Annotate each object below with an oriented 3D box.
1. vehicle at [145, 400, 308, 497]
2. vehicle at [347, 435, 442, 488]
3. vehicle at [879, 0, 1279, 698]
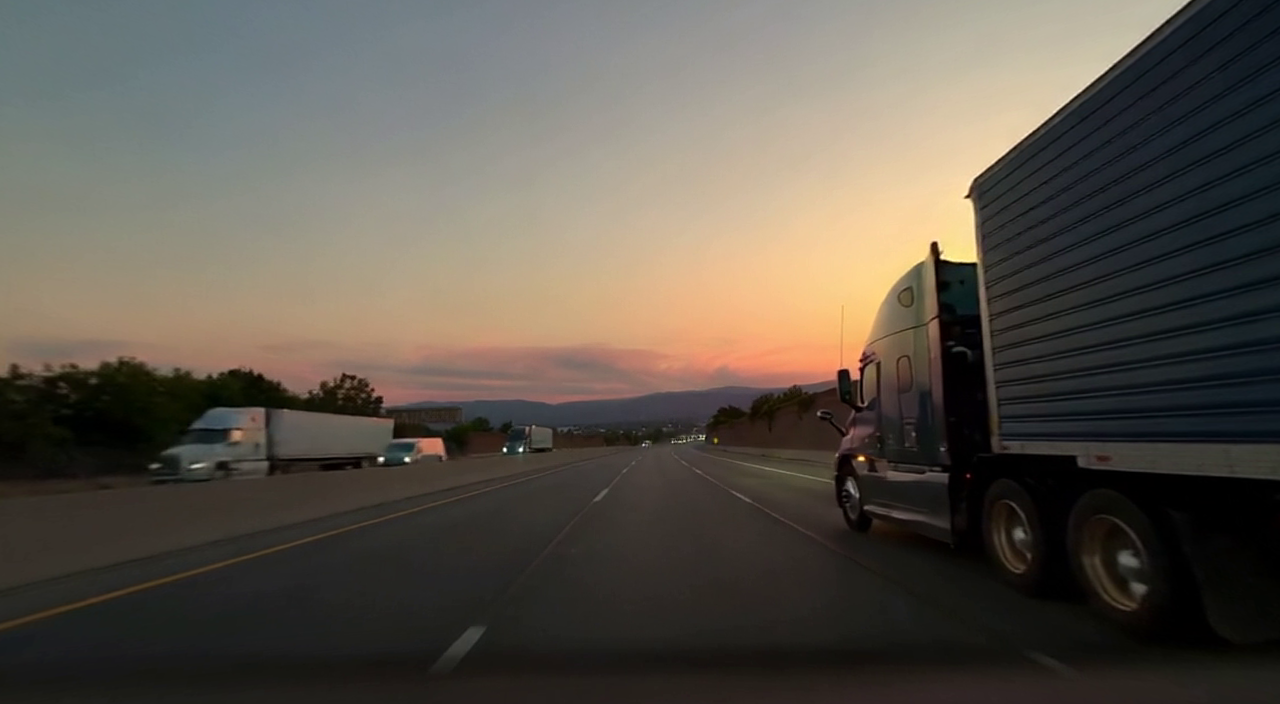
[{"bbox_3d":[-20.231,4.819,31.408,3.408,4.286,6.704,0,-9,0],"label":"vehicle"},{"bbox_3d":[-13.788,6.199,35.904,2.385,2.707,6.855,-1,-9,2],"label":"vehicle"},{"bbox_3d":[4.813,-0.581,1.058,2.908,4.075,15.065,0,-9,0],"label":"vehicle"}]
